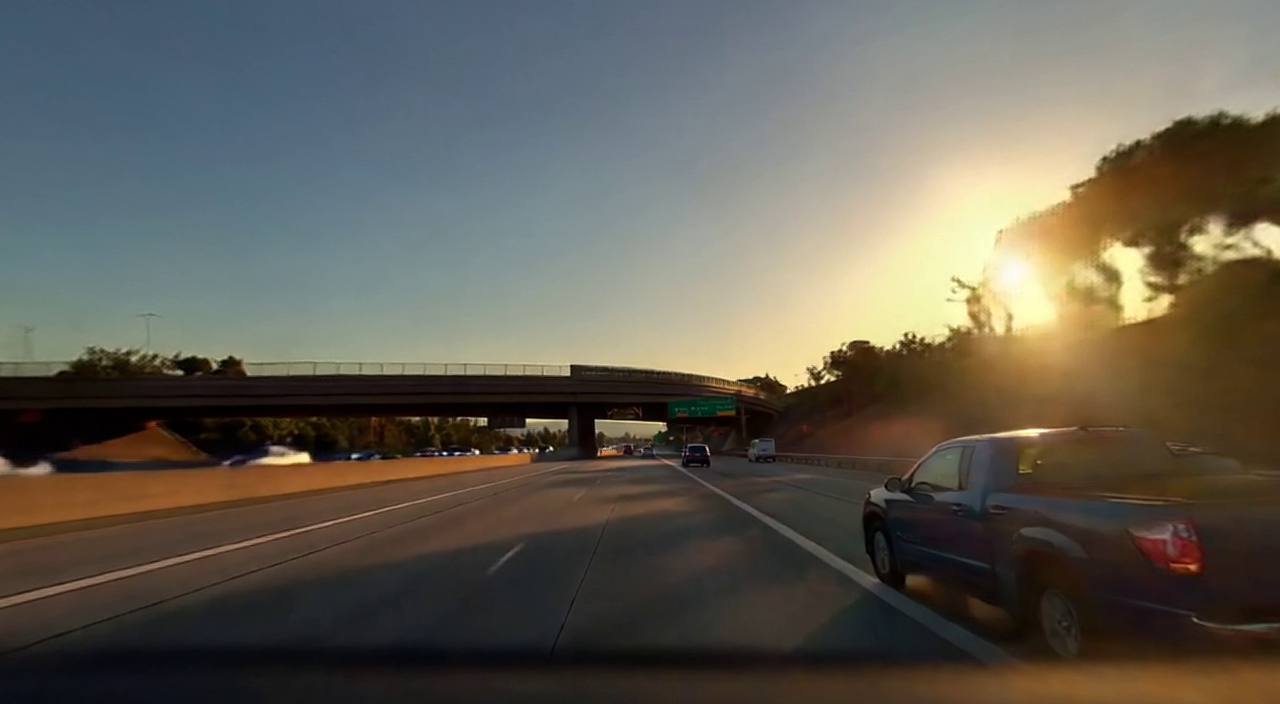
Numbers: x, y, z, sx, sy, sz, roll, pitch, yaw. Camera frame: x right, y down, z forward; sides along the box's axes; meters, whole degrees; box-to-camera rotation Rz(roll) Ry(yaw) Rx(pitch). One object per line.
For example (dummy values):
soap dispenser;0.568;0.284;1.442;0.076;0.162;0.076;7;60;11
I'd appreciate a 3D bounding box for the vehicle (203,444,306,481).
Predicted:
vehicle;-18.218;5.197;30.089;1.950;1.604;4.599;0;-8;1

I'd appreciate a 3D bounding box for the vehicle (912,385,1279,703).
vehicle;3.422;0.983;2.986;2.119;1.524;4.807;0;-8;0

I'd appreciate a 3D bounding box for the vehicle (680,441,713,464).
vehicle;4.144;7.483;47.052;2.014;1.643;4.039;0;-8;-1

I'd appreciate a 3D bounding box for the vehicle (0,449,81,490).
vehicle;-24.798;4.552;24.549;1.862;1.472;4.614;0;-8;0
